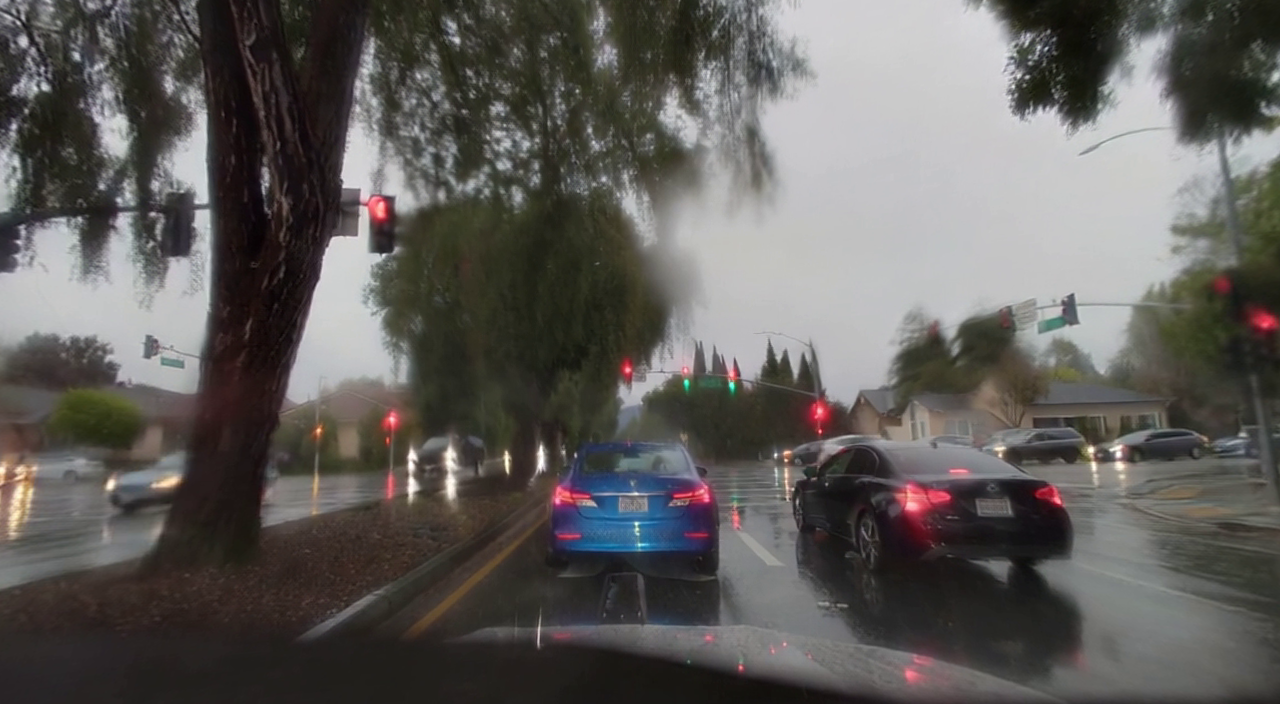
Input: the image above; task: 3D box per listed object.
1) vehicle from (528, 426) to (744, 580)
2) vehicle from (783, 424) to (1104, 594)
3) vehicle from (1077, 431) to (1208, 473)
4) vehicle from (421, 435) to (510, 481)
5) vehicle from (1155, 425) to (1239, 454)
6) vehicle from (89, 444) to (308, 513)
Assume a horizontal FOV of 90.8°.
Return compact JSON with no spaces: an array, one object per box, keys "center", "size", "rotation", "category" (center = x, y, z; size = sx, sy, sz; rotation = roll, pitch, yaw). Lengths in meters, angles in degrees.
[{"center":[-0.054,1.779,8.262],"size":[2.103,1.478,4.073],"rotation":[0,-8,-1],"category":"vehicle"},{"center":[3.187,1.714,7.764],"size":[1.913,1.505,4.097],"rotation":[0,-8,0],"category":"vehicle"},{"center":[23.988,4.774,30.286],"size":[4.520,1.762,2.005],"rotation":[-1,-8,-1],"category":"vehicle"},{"center":[-7.441,4.580,27.608],"size":[2.383,1.779,4.973],"rotation":[0,-8,1],"category":"vehicle"},{"center":[41.703,6.580,47.336],"size":[4.388,2.079,1.960],"rotation":[0,-8,-3],"category":"vehicle"},{"center":[-11.423,3.265,16.973],"size":[2.102,1.531,5.072],"rotation":[-1,-9,2],"category":"vehicle"}]
